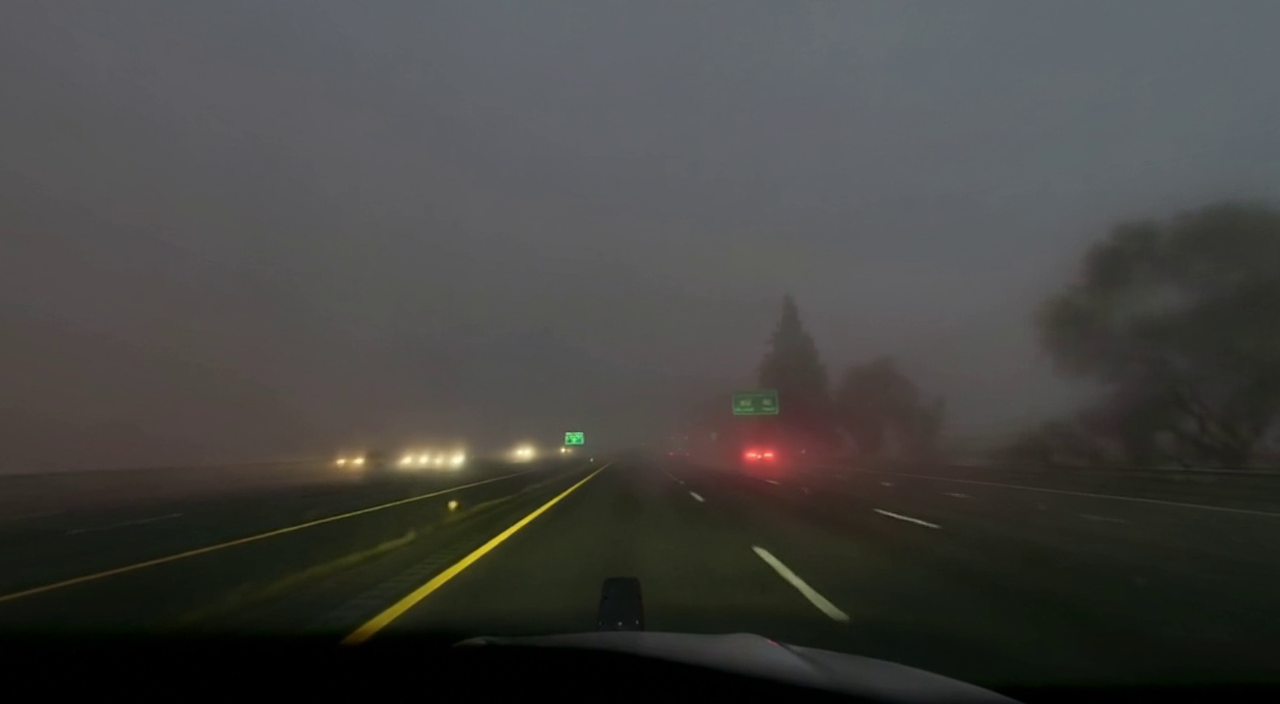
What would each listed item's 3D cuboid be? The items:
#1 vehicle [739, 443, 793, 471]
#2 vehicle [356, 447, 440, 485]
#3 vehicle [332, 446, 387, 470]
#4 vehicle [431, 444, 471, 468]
[{"bbox_3d":[6.868,5.770,34.884,2.009,1.456,4.097,0,-9,-2],"label":"vehicle"},{"bbox_3d":[-11.045,5.204,29.255,2.125,1.503,4.530,1,-8,-1],"label":"vehicle"},{"bbox_3d":[-22.085,8.318,49.899,2.035,1.779,4.906,0,-9,0],"label":"vehicle"},{"bbox_3d":[-14.189,7.831,47.681,1.788,1.655,4.254,0,-8,-1],"label":"vehicle"}]
